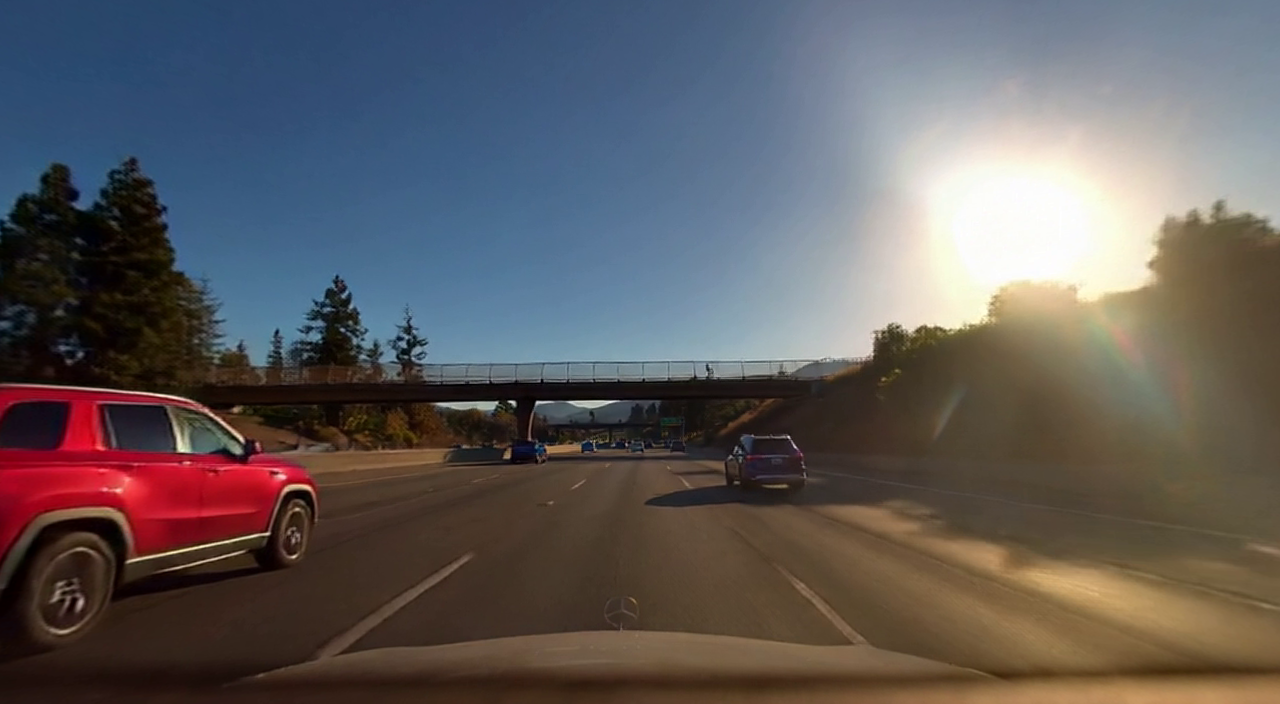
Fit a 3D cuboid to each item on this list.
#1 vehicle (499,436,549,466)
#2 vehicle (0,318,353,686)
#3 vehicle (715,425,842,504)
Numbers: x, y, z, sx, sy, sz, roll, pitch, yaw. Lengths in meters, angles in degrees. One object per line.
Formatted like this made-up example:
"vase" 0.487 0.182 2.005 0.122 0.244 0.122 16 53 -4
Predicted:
"vehicle" -7.437 6.390 40.927 2.193 1.818 4.995 0 -8 1
"vehicle" -4.311 1.007 4.825 2.018 1.872 4.728 0 -8 0
"vehicle" 3.376 2.858 16.432 2.185 1.749 4.477 0 -8 -1
